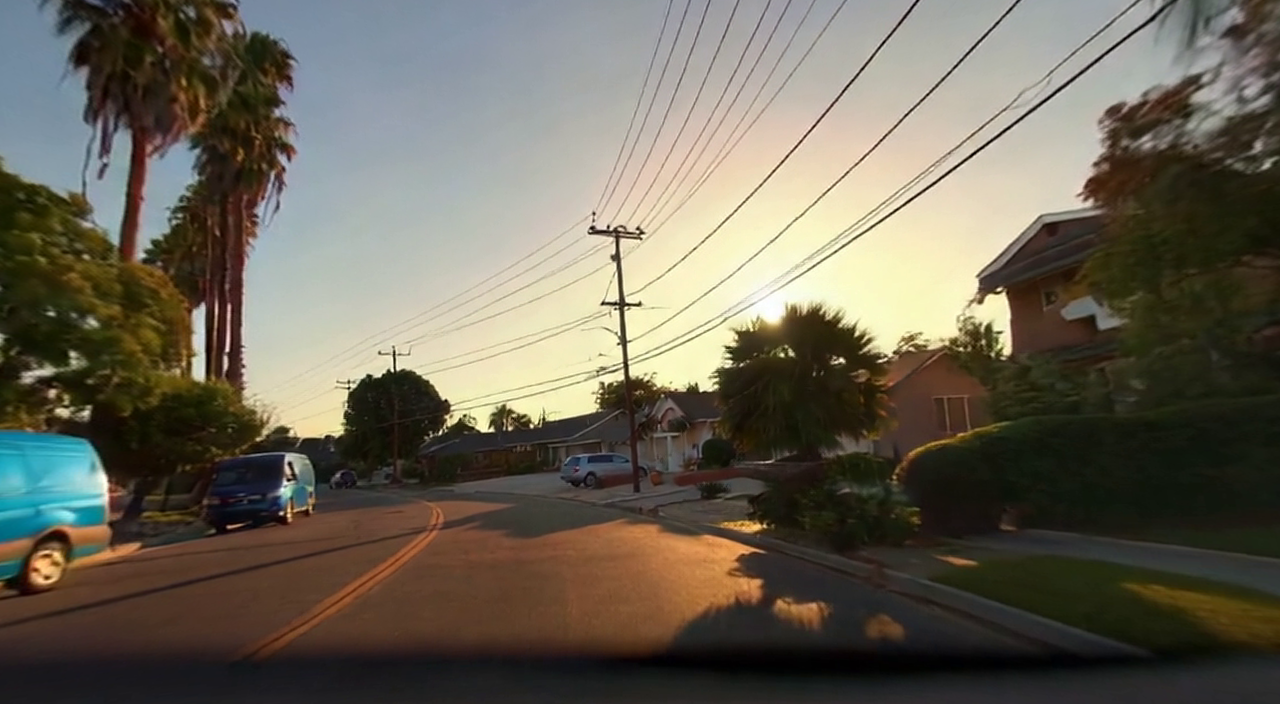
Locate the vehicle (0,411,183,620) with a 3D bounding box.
[{"bbox_3d":[-7.761,1.697,6.256,2.677,2.033,6.011,-1,-14,-9],"label":"vehicle"}]

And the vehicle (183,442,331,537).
[{"bbox_3d":[-10.815,3.887,18.498,2.552,2.134,6.076,0,-10,-20],"label":"vehicle"}]

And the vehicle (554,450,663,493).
[{"bbox_3d":[-1.583,6.118,32.784,5.102,2.040,2.472,6,-10,-32],"label":"vehicle"}]
